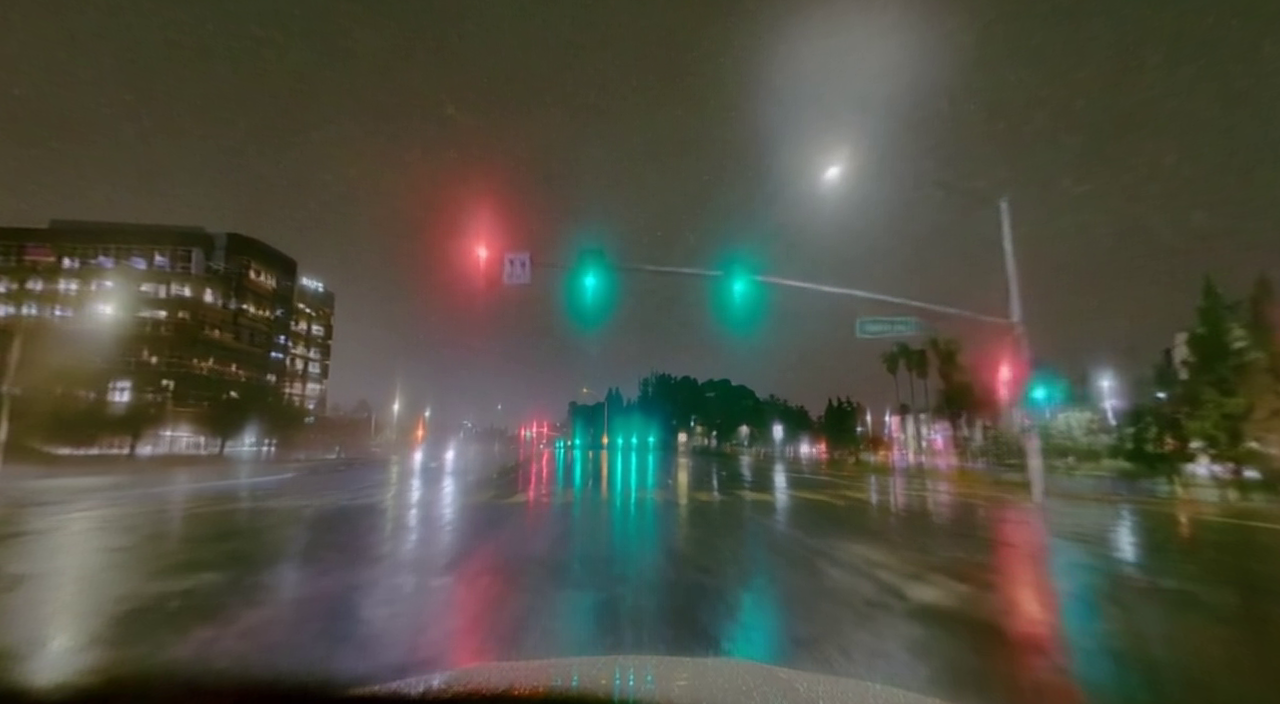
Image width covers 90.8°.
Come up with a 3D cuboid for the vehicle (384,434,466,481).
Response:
[{"bbox_3d":[-9.095,4.498,27.209,2.175,1.795,4.640,0,-9,-4],"label":"vehicle"}]
